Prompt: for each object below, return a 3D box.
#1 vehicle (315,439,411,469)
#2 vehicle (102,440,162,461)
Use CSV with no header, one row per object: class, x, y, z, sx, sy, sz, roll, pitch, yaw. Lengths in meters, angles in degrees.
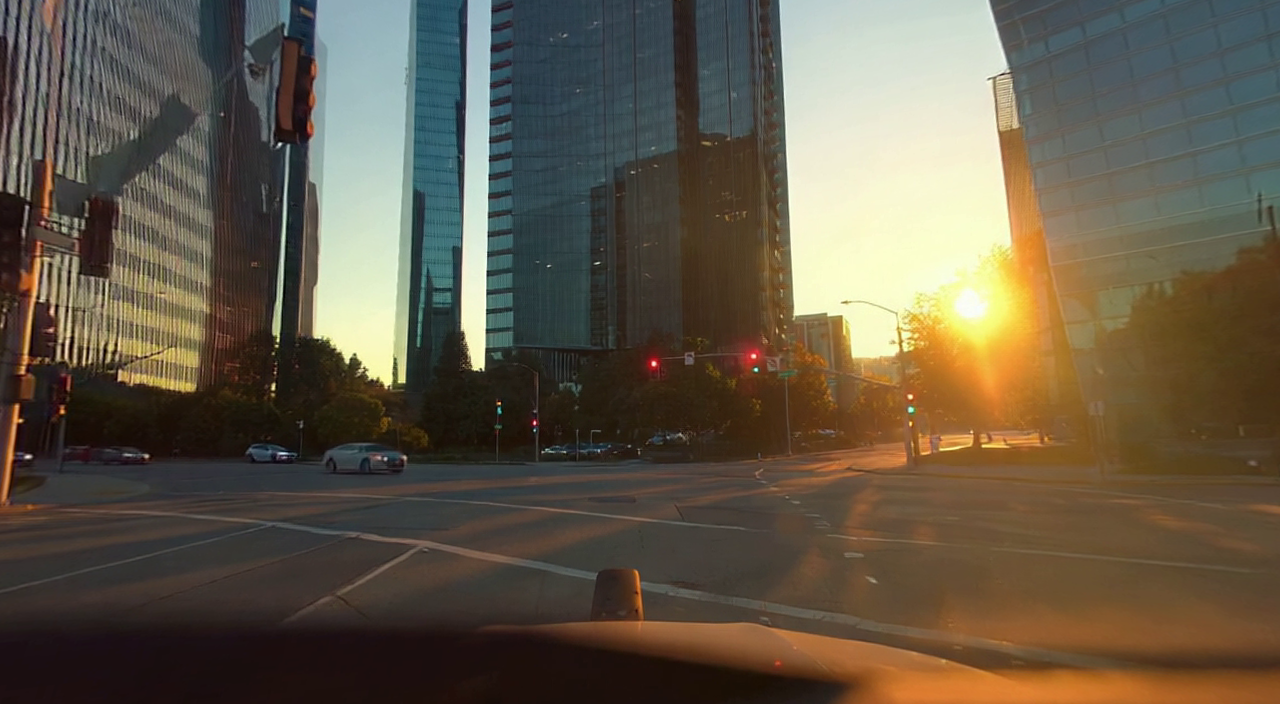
vehicle,-14.961,5.464,34.006,5.408,1.505,2.091,-6,-10,33
vehicle,-38.674,7.491,48.077,4.380,1.455,1.869,-5,-10,28
